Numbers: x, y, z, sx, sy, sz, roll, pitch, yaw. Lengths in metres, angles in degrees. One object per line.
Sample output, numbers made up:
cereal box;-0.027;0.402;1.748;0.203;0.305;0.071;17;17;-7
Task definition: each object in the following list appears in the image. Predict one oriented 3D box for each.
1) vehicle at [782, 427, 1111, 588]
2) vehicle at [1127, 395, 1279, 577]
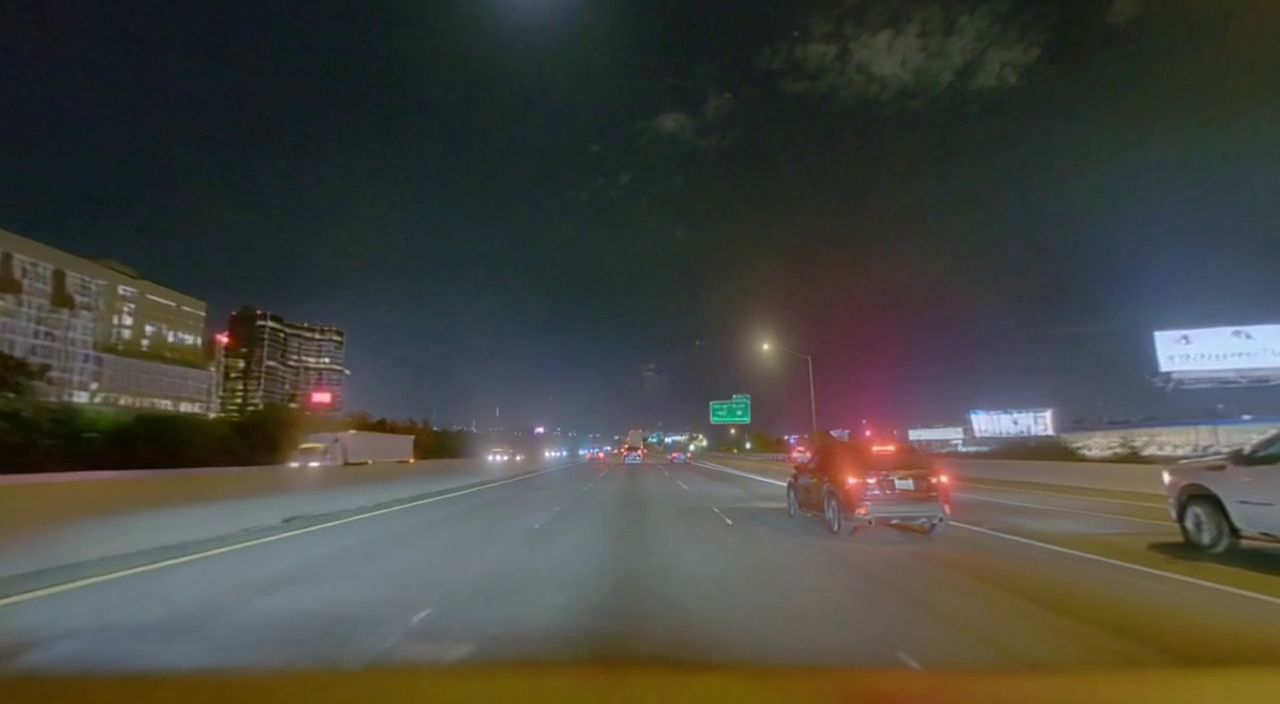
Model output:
vehicle;3.445;1.848;8.342;1.987;1.509;4.512;0;-9;-1
vehicle;7.461;1.229;5.686;2.176;1.793;4.841;0;-9;-1
